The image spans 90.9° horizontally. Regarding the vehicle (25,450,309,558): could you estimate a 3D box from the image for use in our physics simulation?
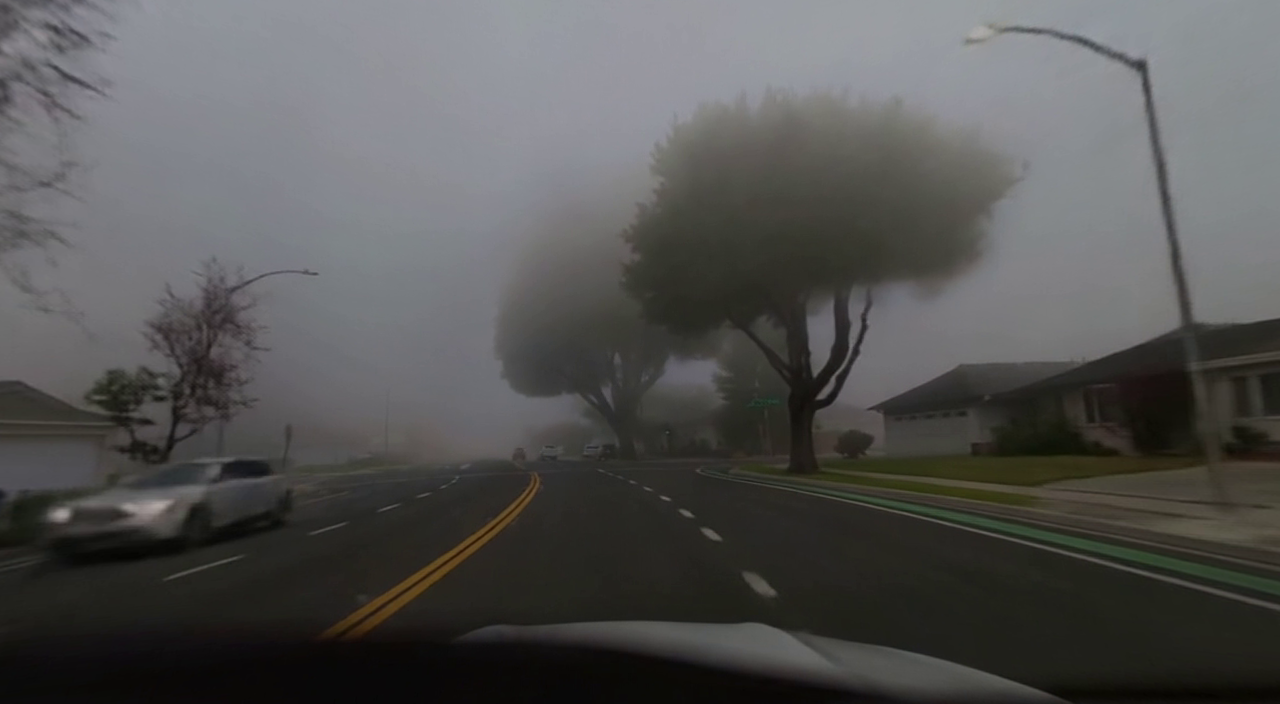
[{"bbox_3d":[-8.587,2.724,12.181,2.125,1.592,4.616,0,-8,-4],"label":"vehicle"}]
